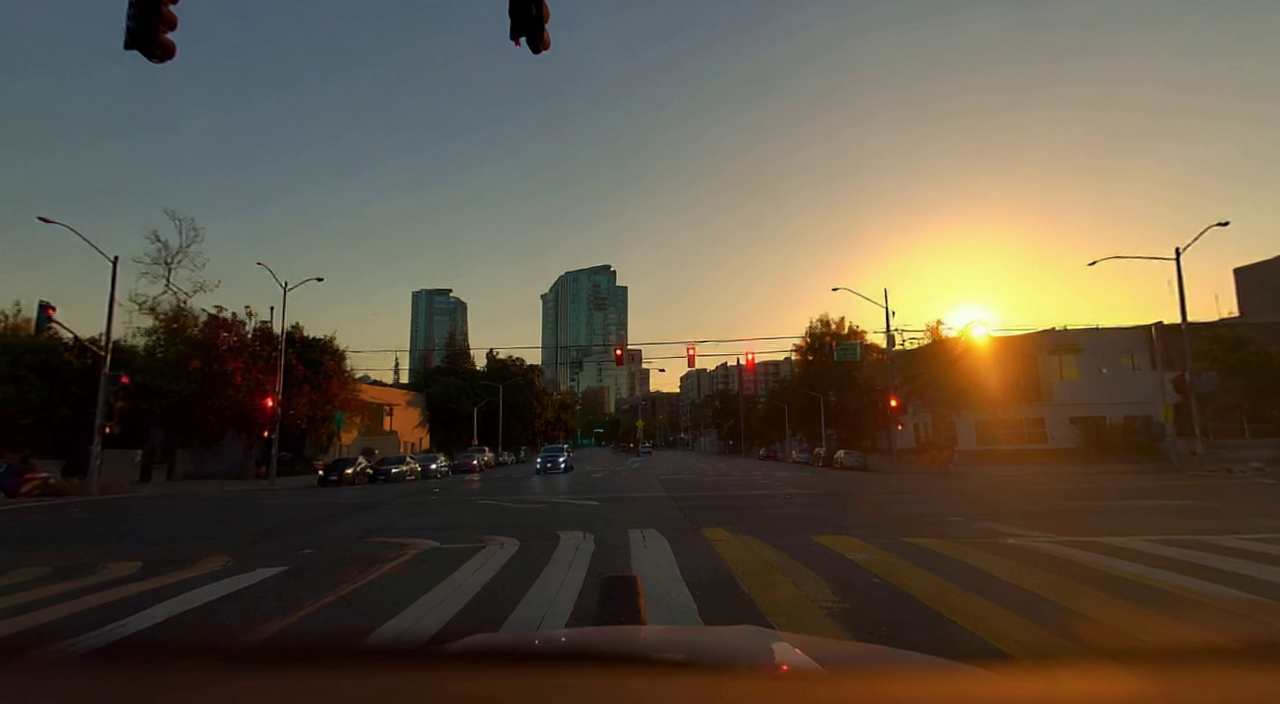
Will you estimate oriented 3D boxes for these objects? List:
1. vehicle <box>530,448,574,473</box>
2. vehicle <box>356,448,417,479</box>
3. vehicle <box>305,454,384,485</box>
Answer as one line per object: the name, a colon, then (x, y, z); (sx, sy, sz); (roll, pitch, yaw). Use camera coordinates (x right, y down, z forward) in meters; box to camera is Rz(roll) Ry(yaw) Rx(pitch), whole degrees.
vehicle: (-5.520, 6.851, 39.924); (2.154, 1.501, 4.416); (0, -9, 0)
vehicle: (-16.193, 7.138, 40.404); (1.960, 1.819, 5.018); (0, -9, -2)
vehicle: (-16.085, 6.398, 34.482); (2.055, 1.506, 4.663); (0, -9, -1)
